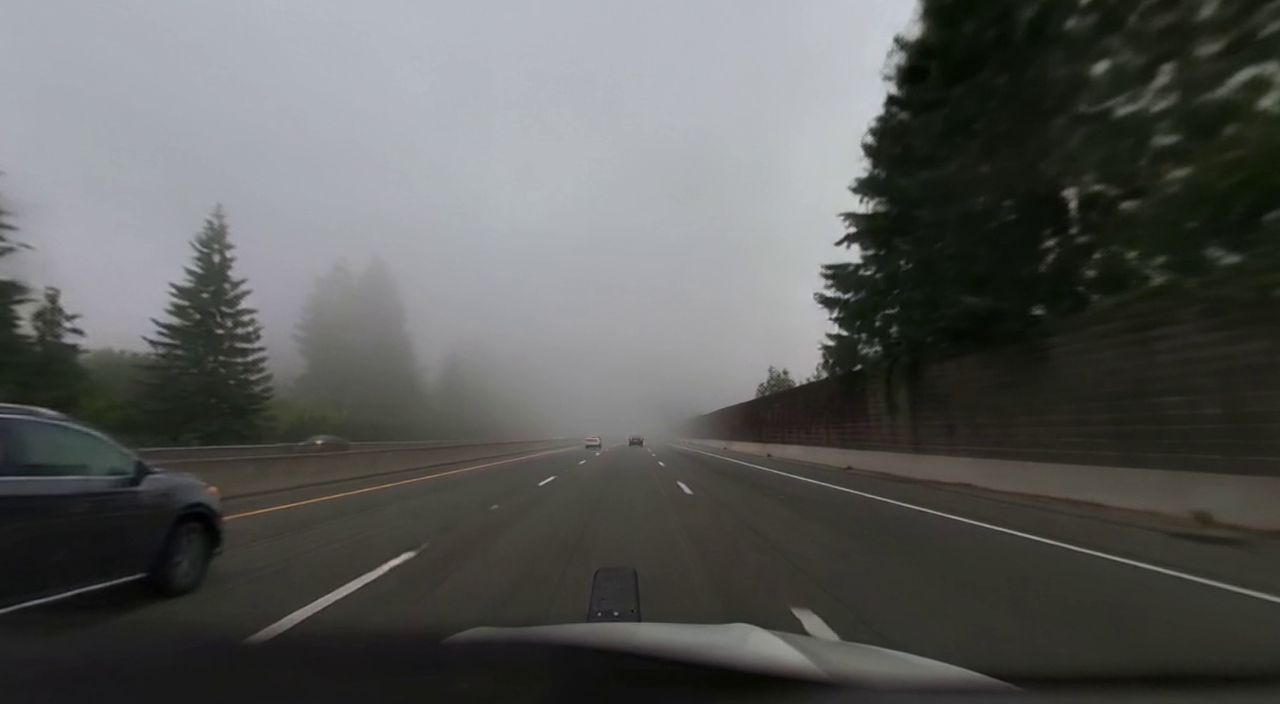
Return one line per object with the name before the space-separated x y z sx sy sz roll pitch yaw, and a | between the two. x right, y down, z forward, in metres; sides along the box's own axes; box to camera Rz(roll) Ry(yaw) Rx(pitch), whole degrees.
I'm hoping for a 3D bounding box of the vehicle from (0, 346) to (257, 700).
vehicle | -4.305 0.806 2.814 2.306 1.730 4.606 0 -8 0
